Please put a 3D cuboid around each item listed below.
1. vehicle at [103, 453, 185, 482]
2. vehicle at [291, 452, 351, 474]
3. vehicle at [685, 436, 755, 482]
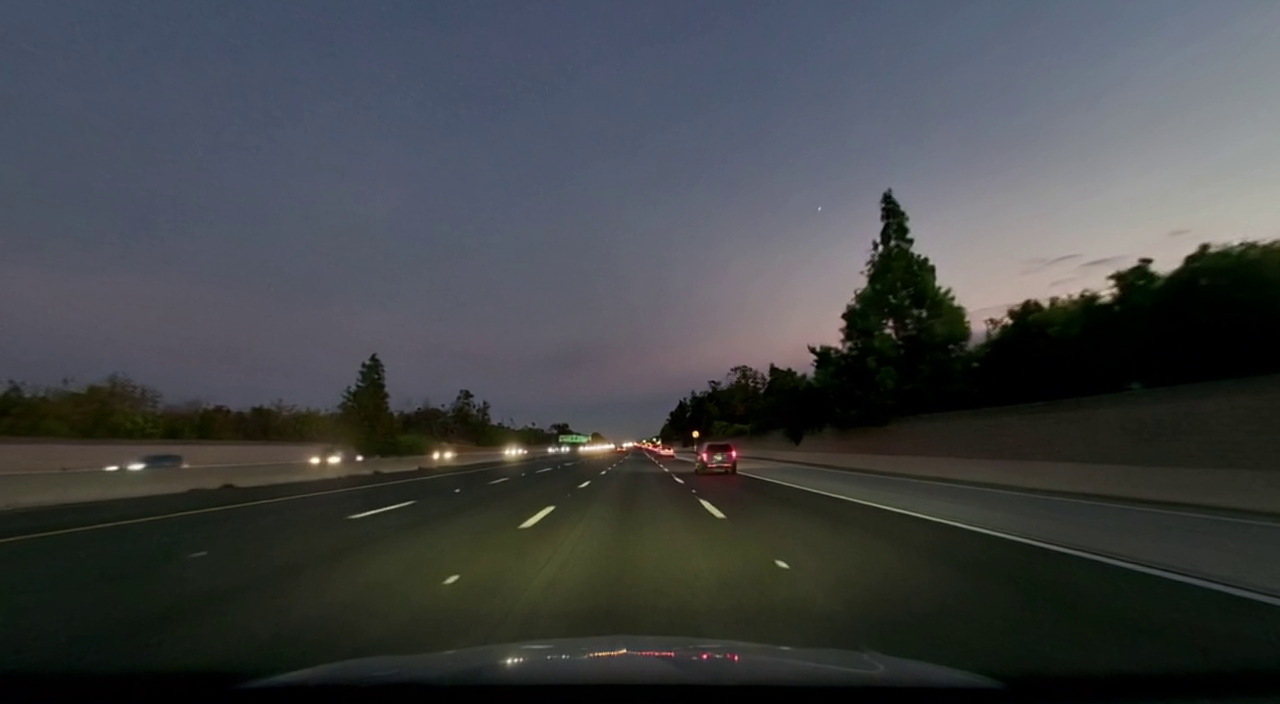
[{"bbox_3d":[-34.403,7.974,44.005,1.954,1.838,4.641,0,-9,0],"label":"vehicle"},{"bbox_3d":[-23.381,8.143,46.478,1.899,1.498,4.767,0,-9,1],"label":"vehicle"},{"bbox_3d":[3.091,4.279,25.459,2.130,1.677,4.317,0,-9,-2],"label":"vehicle"}]
